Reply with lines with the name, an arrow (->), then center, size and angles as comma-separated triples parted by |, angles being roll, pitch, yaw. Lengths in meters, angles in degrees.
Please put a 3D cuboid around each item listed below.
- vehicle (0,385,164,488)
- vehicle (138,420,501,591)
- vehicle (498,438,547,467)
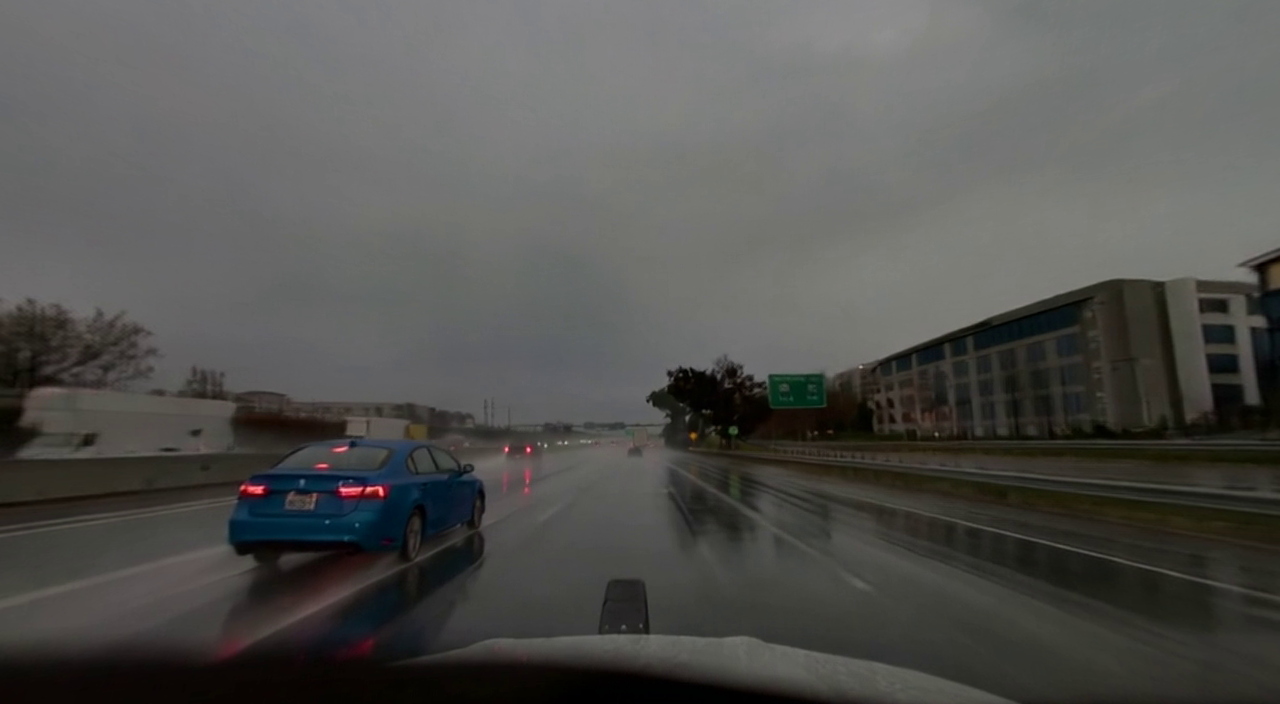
vehicle -> -24.900, 3.704, 27.468 | 2.919, 3.931, 6.663 | 0, -8, 0
vehicle -> -3.532, 1.795, 8.382 | 2.144, 1.565, 4.951 | 0, -8, 1
vehicle -> -7.232, 6.217, 39.265 | 2.118, 1.675, 4.395 | 0, -8, 1
